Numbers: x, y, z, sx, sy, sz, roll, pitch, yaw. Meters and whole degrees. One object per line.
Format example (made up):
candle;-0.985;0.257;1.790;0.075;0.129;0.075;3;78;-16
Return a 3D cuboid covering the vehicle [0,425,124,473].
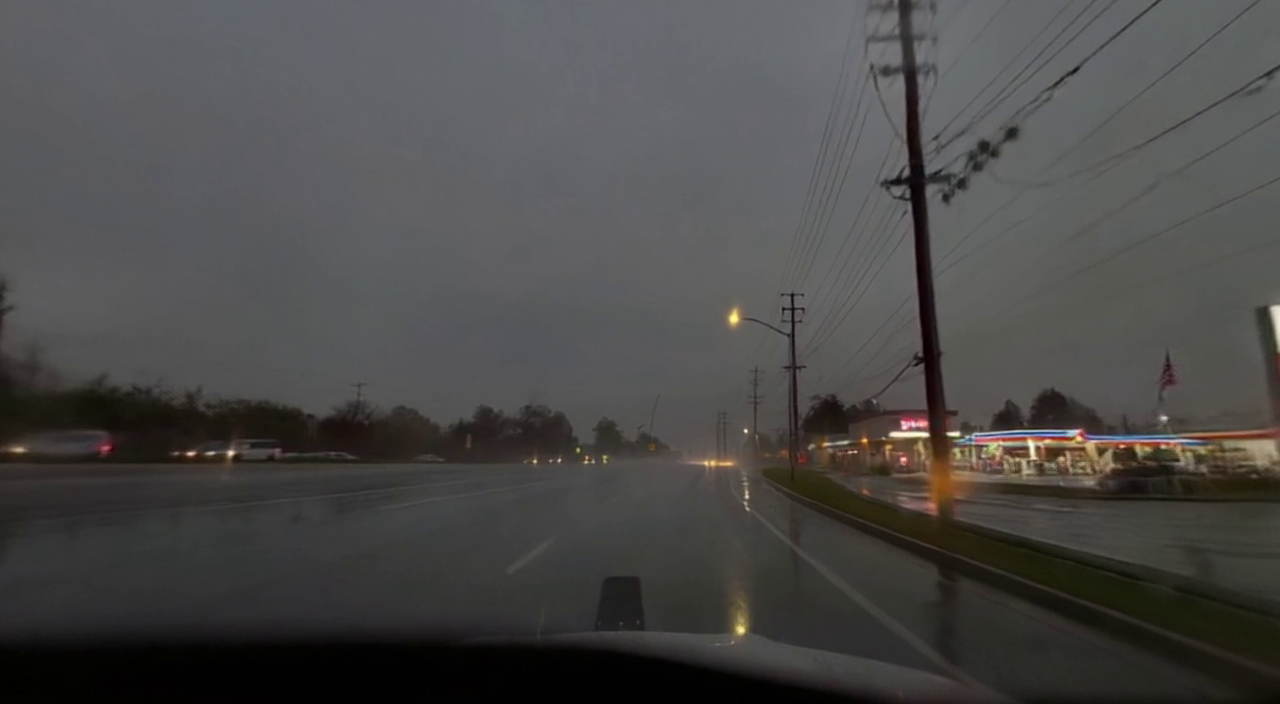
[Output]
vehicle;-24.519;4.012;26.059;5.426;1.822;2.014;-2;-9;17

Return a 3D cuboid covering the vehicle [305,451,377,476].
vehicle;-19.917;7.413;41.961;4.147;1.562;1.805;-3;-9;18

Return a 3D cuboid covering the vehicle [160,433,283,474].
vehicle;-22.495;5.453;33.892;5.785;2.002;2.241;-4;-9;16
